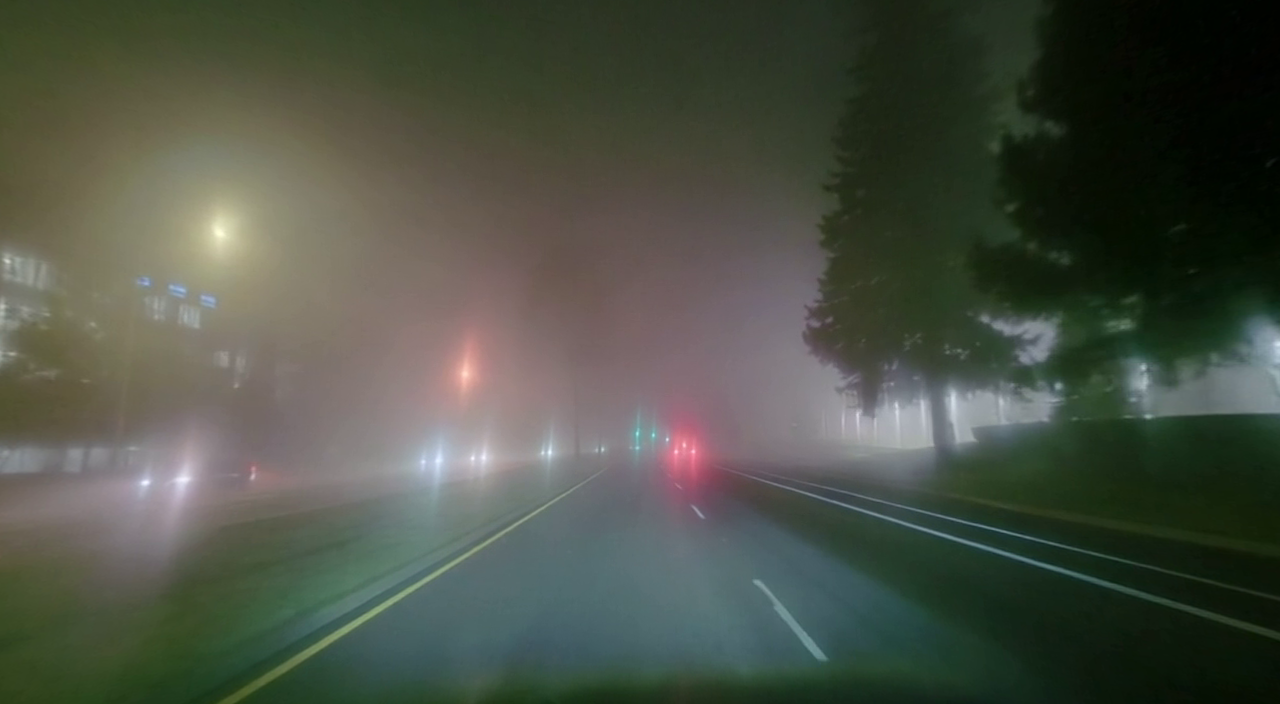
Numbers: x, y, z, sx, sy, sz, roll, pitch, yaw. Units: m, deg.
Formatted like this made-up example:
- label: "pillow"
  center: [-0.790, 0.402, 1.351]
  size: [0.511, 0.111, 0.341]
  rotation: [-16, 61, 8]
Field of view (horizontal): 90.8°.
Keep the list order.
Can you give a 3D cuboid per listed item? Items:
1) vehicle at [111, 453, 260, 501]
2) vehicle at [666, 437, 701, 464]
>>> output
- label: "vehicle"
  center: [-17.018, 4.666, 24.037]
  size: [1.973, 1.536, 4.871]
  rotation: [0, -8, 1]
- label: "vehicle"
  center: [3.085, 7.147, 46.135]
  size: [2.085, 1.828, 5.383]
  rotation: [0, -8, -1]
